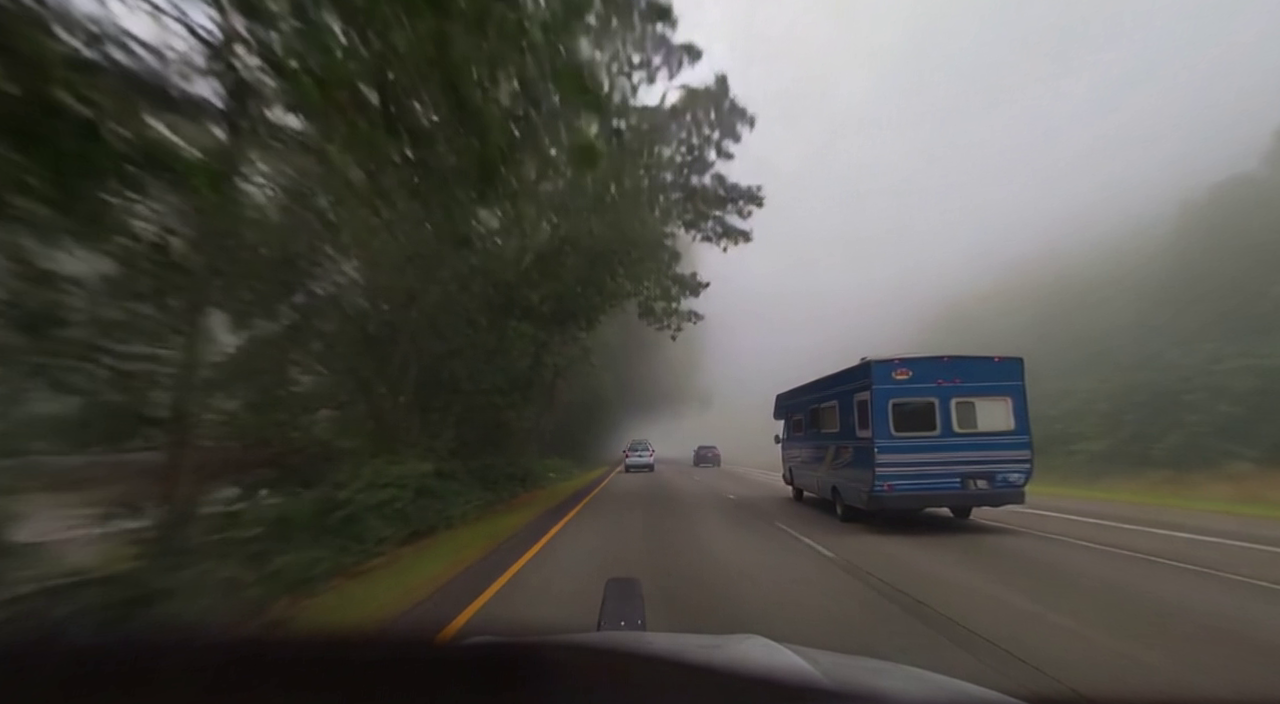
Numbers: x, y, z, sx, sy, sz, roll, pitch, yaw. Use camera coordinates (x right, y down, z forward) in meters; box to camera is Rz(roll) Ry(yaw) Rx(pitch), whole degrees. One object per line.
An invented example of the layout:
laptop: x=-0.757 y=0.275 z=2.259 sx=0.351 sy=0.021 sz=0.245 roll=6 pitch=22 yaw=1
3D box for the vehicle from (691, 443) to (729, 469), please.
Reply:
vehicle: x=4.036 y=6.075 z=36.882 sx=1.757 sy=1.459 sz=3.398 roll=0 pitch=-9 yaw=-1

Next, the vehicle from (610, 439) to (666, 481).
vehicle: x=-0.118 y=4.426 z=25.985 sx=2.120 sy=1.575 sz=4.018 roll=0 pitch=-9 yaw=-1

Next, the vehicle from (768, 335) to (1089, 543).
vehicle: x=4.630 y=1.706 z=12.156 sx=2.745 sy=2.832 sz=7.035 roll=0 pitch=-9 yaw=-1
